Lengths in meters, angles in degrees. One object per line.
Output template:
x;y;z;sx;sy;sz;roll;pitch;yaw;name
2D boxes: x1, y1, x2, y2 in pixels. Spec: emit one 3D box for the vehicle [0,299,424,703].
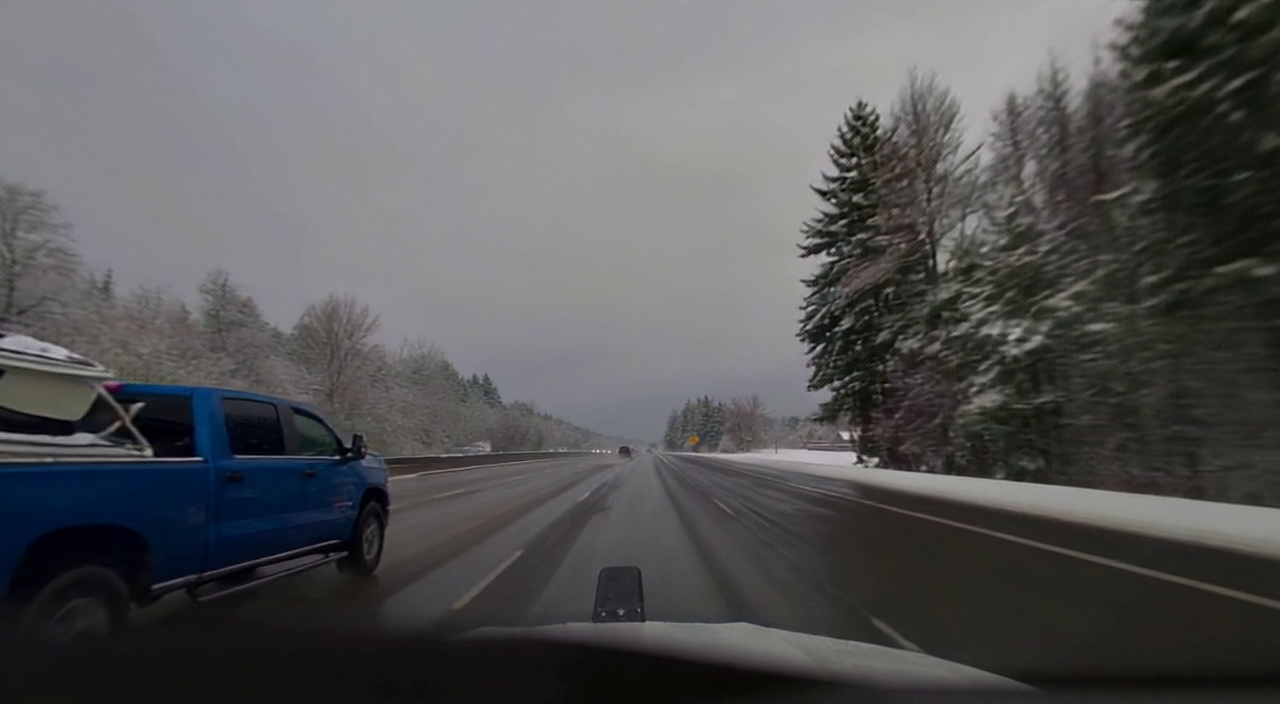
-3.401;0.977;3.930;2.202;1.836;5.009;0;-9;1;vehicle
